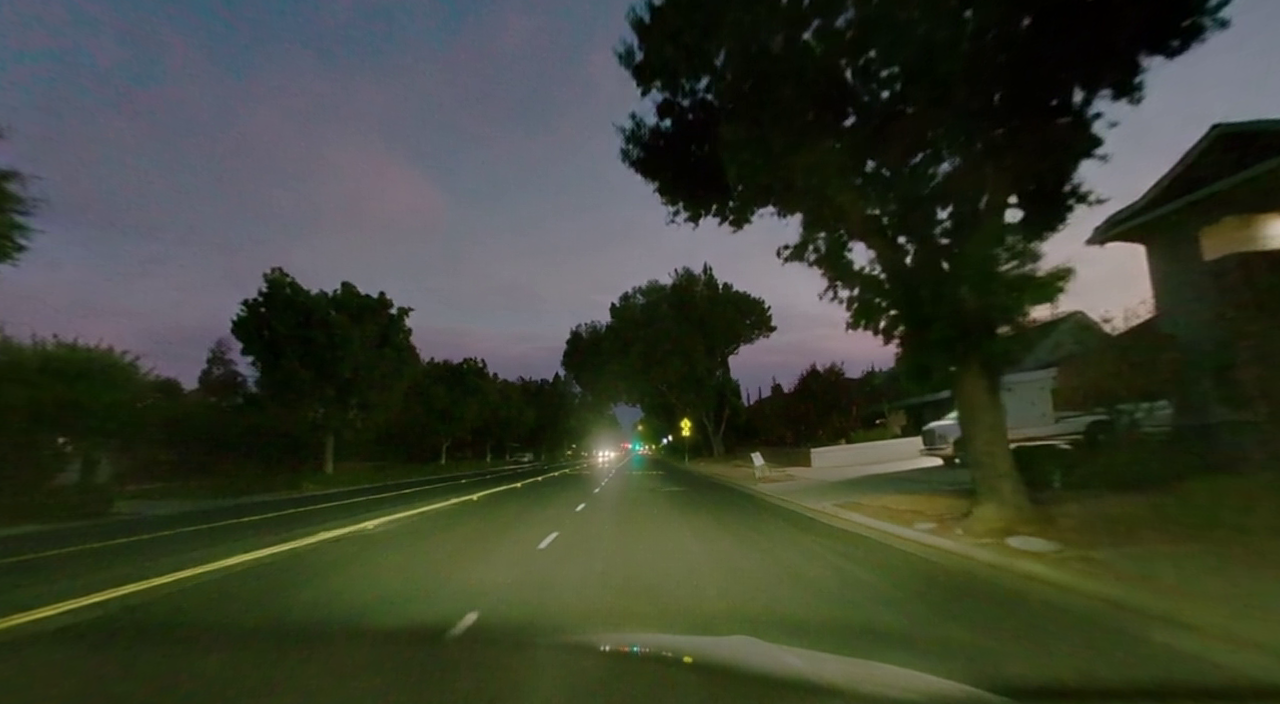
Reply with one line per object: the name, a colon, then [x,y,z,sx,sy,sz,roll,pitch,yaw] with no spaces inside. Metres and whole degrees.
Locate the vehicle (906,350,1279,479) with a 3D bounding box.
vehicle: [17.534,2.523,24.932,12.151,4.157,3.709,-1,-15,-6]
